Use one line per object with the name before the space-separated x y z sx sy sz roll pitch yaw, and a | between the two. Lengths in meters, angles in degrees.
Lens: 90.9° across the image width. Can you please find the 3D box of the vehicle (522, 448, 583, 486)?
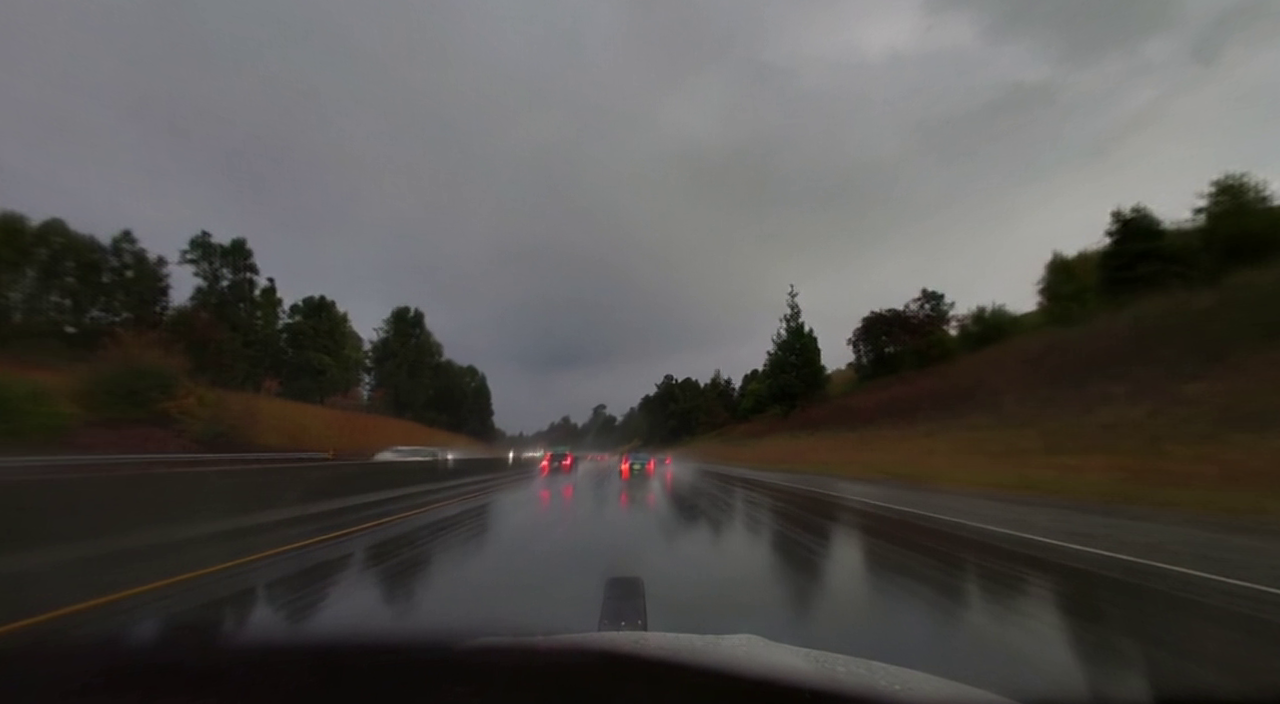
vehicle | -3.888 5.180 28.779 2.153 1.581 4.375 0 -9 0

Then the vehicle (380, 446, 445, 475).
vehicle | -12.287 5.884 34.323 1.867 1.457 4.487 0 -9 0

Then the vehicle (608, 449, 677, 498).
vehicle | 0.041 3.886 20.580 2.023 1.400 4.028 0 -9 -1
